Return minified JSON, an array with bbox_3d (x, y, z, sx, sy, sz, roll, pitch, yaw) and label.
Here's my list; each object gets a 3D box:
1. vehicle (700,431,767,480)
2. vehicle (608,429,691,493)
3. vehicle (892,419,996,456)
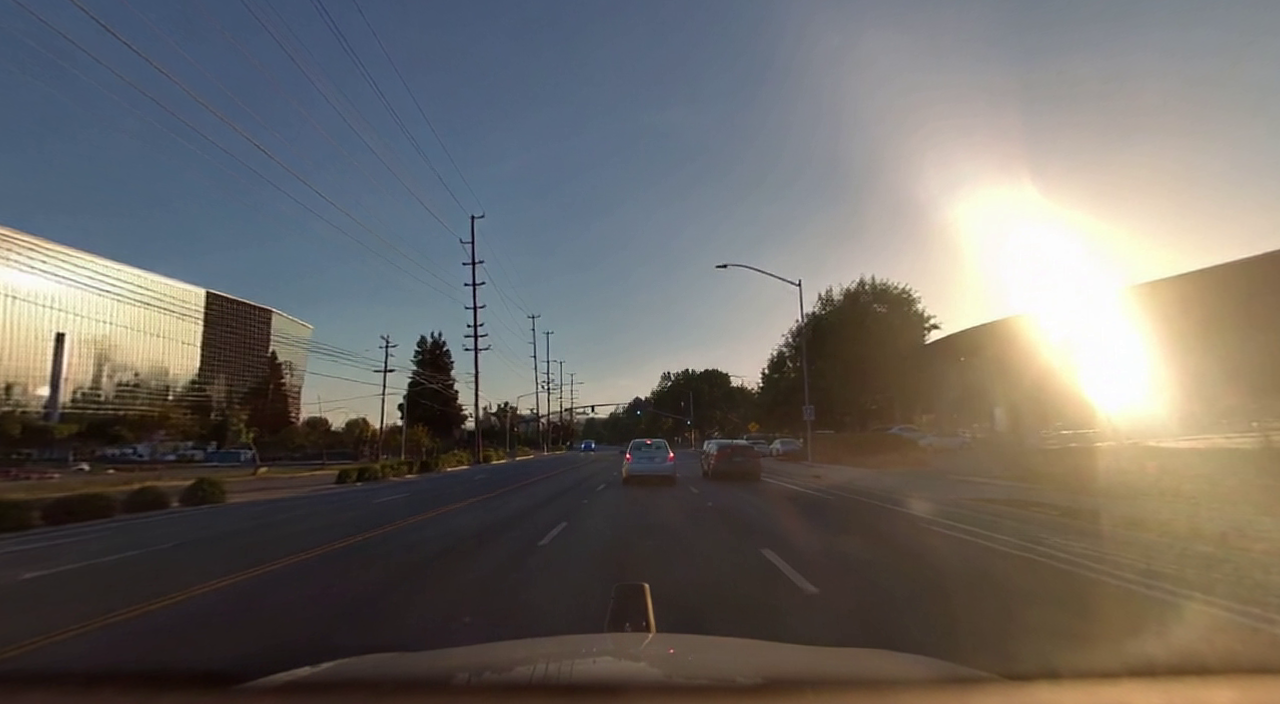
[{"bbox_3d":[3.504,3.994,24.428,1.914,1.698,4.049,0,-9,-1],"label":"vehicle"},{"bbox_3d":[0.247,3.223,18.903,2.200,1.653,4.127,0,-9,0],"label":"vehicle"},{"bbox_3d":[15.924,4.524,33.145,4.366,1.701,1.965,-2,-9,-1],"label":"vehicle"}]
